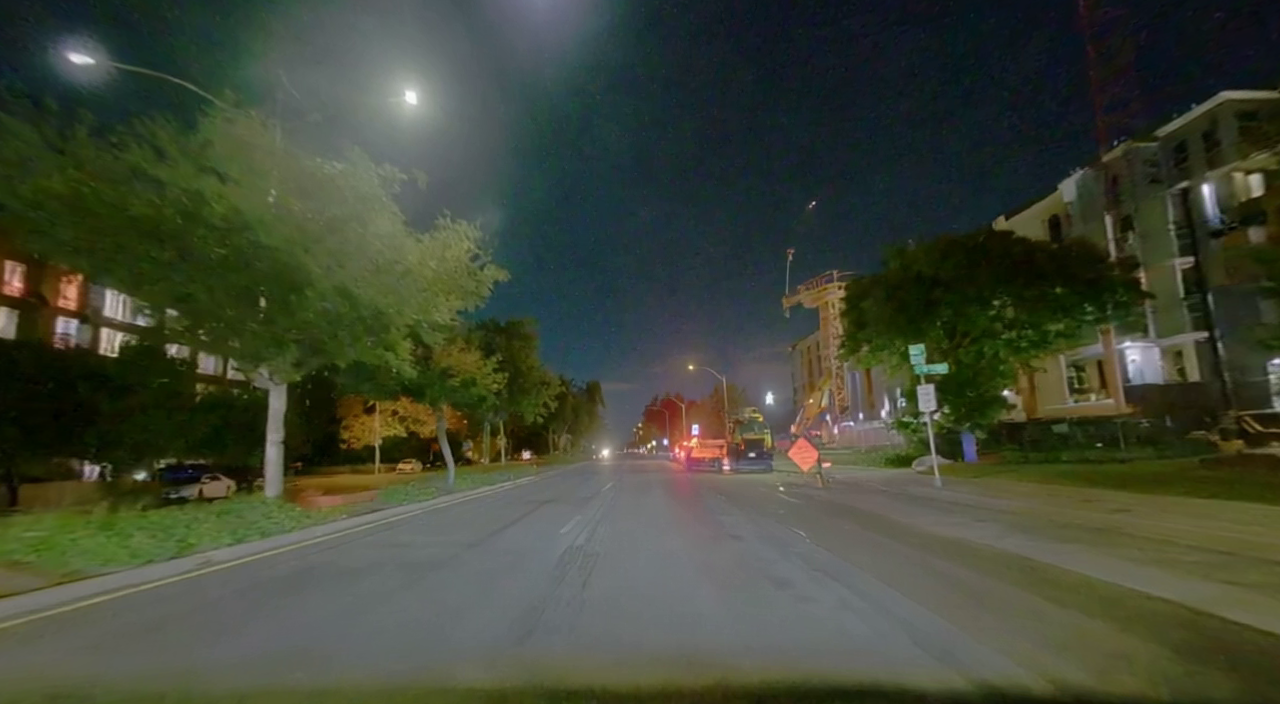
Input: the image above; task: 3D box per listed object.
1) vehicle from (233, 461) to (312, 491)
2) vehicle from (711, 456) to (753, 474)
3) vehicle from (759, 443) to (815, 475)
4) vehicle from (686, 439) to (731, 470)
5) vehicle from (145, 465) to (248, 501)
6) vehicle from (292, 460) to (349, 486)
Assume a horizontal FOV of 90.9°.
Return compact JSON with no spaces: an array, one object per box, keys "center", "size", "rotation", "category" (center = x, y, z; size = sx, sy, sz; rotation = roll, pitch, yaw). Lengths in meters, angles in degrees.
[{"center":[-21.623,7.301,37.328],"size":[1.900,1.490,4.775],"rotation":[0,-9,-1],"category":"vehicle"},{"center":[4.941,6.076,34.005],"size":[1.973,0.903,2.151],"rotation":[-1,-9,2],"category":"vehicle"},{"center":[7.455,5.458,32.371],"size":[1.933,1.483,4.330],"rotation":[0,-9,1],"category":"vehicle"},{"center":[4.216,6.435,39.753],"size":[2.050,1.832,4.794],"rotation":[0,-9,-3],"category":"vehicle"},{"center":[-21.669,6.391,31.045],"size":[1.847,1.445,4.441],"rotation":[0,-9,0],"category":"vehicle"},{"center":[-21.891,8.268,43.418],"size":[1.832,1.583,4.083],"rotation":[0,-9,-1],"category":"vehicle"}]
